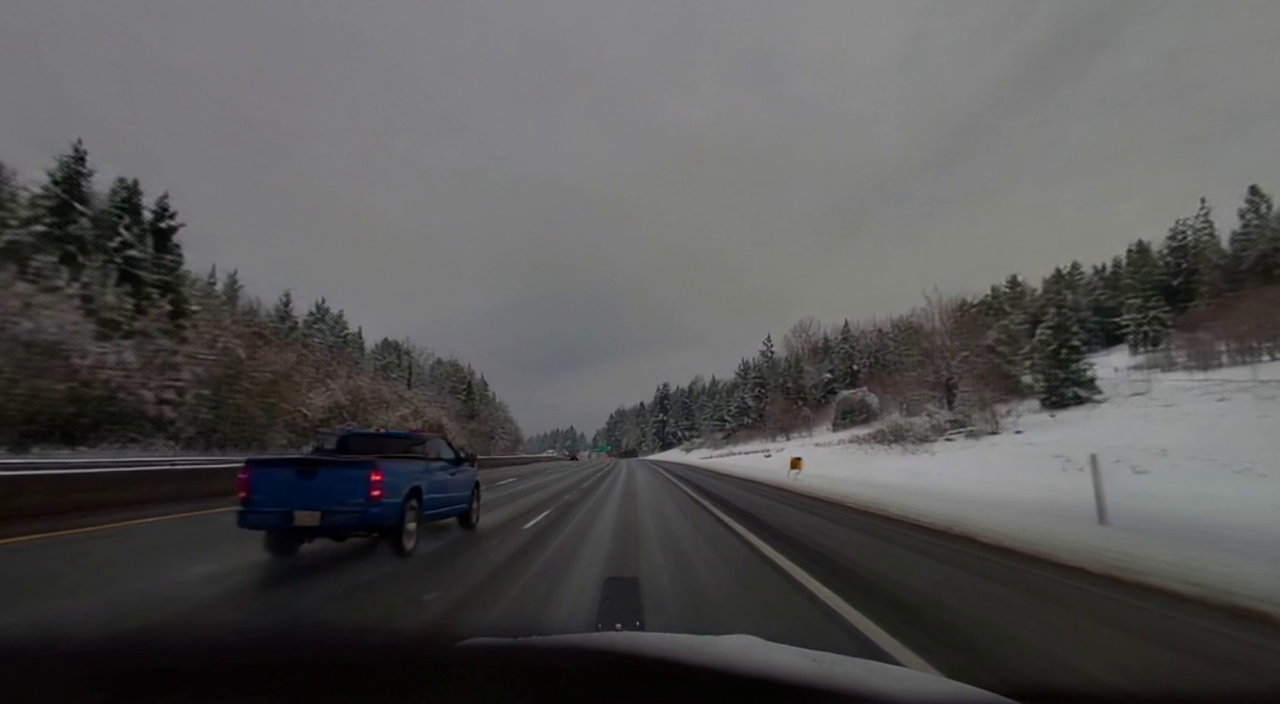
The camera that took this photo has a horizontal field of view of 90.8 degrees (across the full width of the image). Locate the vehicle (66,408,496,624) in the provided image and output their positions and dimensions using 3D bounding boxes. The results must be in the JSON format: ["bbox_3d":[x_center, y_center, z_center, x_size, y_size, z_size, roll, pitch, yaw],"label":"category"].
[{"bbox_3d":[-3.383,1.661,7.420,2.279,1.683,4.726,0,-9,0],"label":"vehicle"}]
